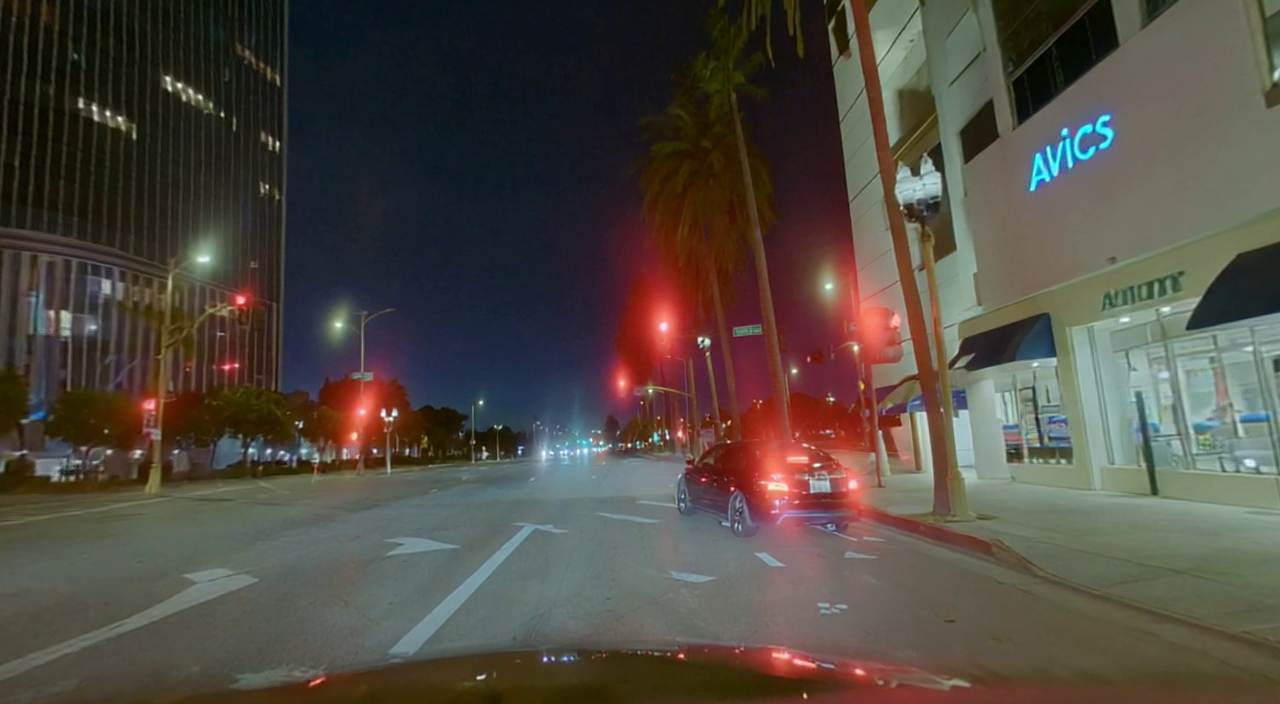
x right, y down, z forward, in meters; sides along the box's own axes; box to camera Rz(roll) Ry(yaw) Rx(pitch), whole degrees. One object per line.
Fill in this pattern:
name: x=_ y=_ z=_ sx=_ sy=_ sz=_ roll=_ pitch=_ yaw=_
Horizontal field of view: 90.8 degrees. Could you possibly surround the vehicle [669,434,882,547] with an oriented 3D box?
vehicle: x=1.944 y=2.183 z=10.820 sx=2.090 sy=1.466 sz=4.676 roll=1 pitch=-8 yaw=-7
